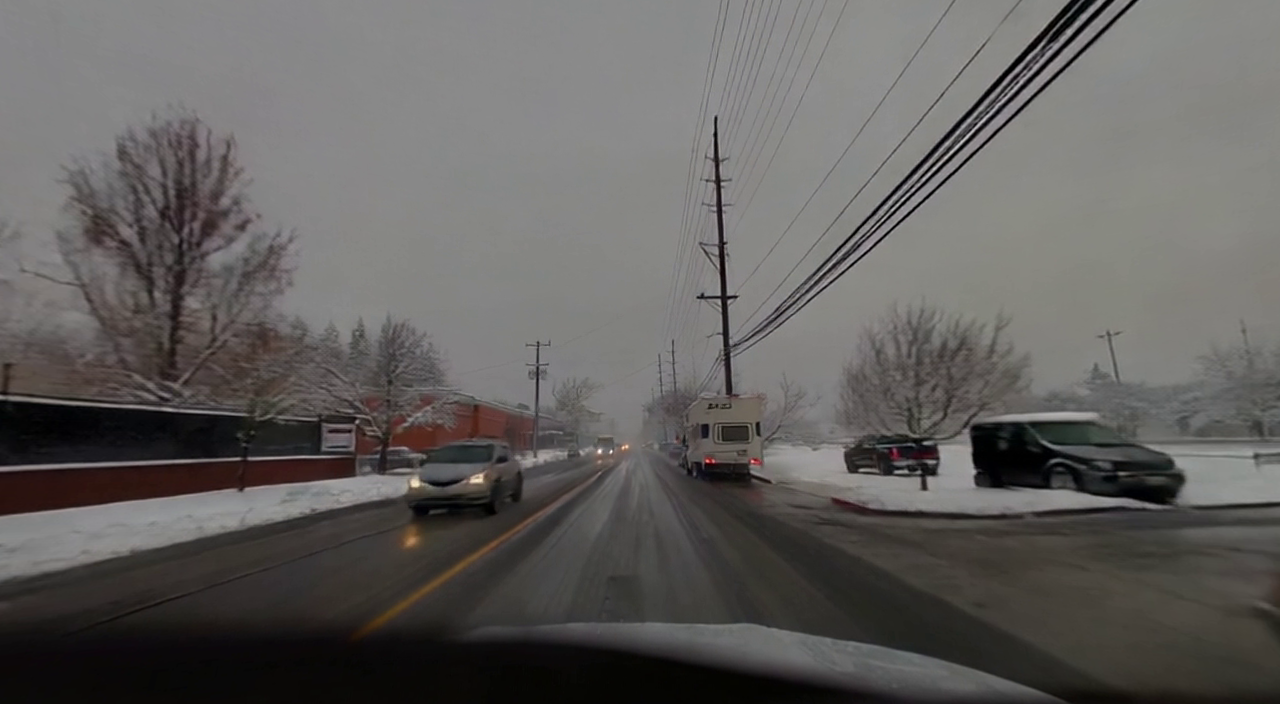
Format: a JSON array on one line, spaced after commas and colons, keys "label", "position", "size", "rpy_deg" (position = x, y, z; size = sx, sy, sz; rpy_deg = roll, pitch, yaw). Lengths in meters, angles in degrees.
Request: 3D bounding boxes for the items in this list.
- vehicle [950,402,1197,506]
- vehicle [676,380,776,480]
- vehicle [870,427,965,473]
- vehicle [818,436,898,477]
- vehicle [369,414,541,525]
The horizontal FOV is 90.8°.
[{"label": "vehicle", "position": [9.388, 2.276, 14.375], "size": [2.111, 1.939, 4.756], "rpy_deg": [0, -8, -1]}, {"label": "vehicle", "position": [3.752, 3.911, 29.883], "size": [3.029, 3.860, 7.726], "rpy_deg": [-5, -10, -3]}, {"label": "vehicle", "position": [12.163, 4.331, 28.084], "size": [2.022, 1.849, 4.509], "rpy_deg": [0, -8, -2]}, {"label": "vehicle", "position": [9.513, 4.594, 27.970], "size": [2.039, 1.662, 4.304], "rpy_deg": [0, -8, 1]}, {"label": "vehicle", "position": [-3.753, 2.493, 13.963], "size": [2.307, 1.998, 4.734], "rpy_deg": [0, -8, 1]}]
